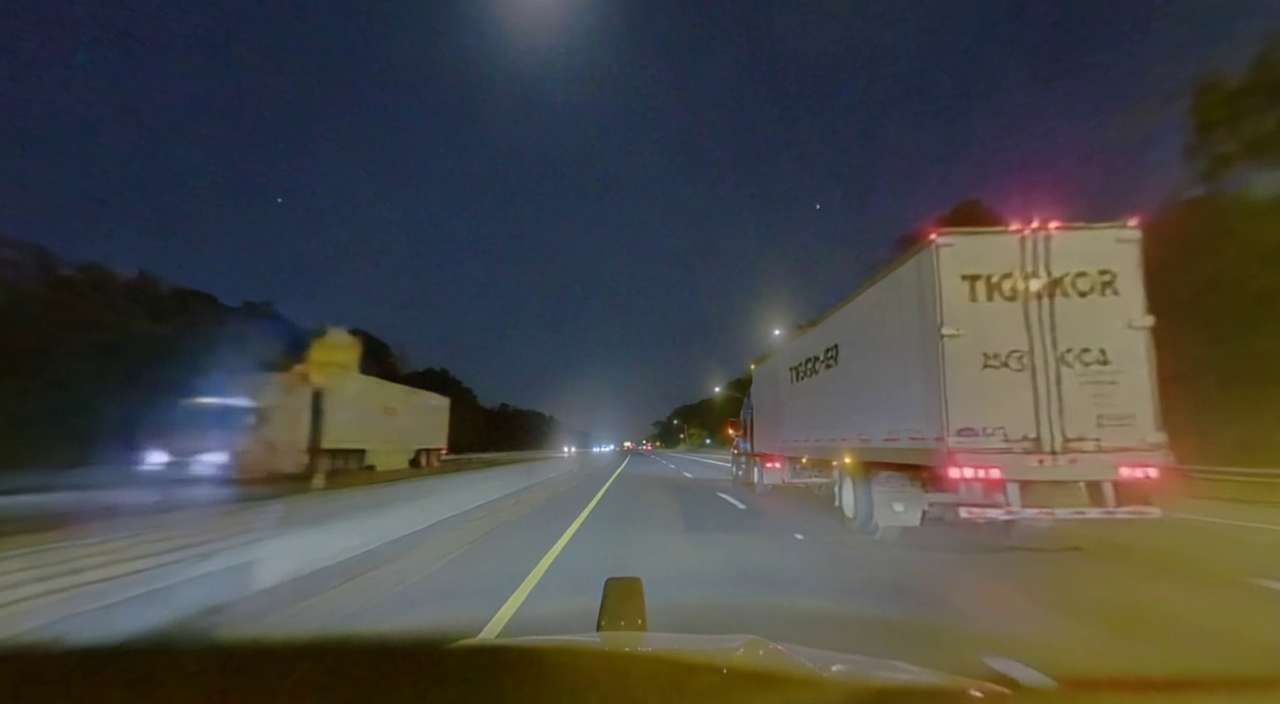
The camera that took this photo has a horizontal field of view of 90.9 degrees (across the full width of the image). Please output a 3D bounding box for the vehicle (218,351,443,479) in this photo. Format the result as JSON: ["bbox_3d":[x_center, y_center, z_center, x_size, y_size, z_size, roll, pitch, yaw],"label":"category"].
[{"bbox_3d":[-12.601,3.149,28.201,3.221,4.368,13.553,0,-9,0],"label":"vehicle"}]

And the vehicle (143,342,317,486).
[{"bbox_3d":[-12.584,1.978,19.694,3.266,4.192,2.746,0,-9,0],"label":"vehicle"}]

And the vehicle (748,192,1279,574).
[{"bbox_3d":[5.211,1.340,13.767,2.983,4.030,14.444,0,-9,-1],"label":"vehicle"}]
